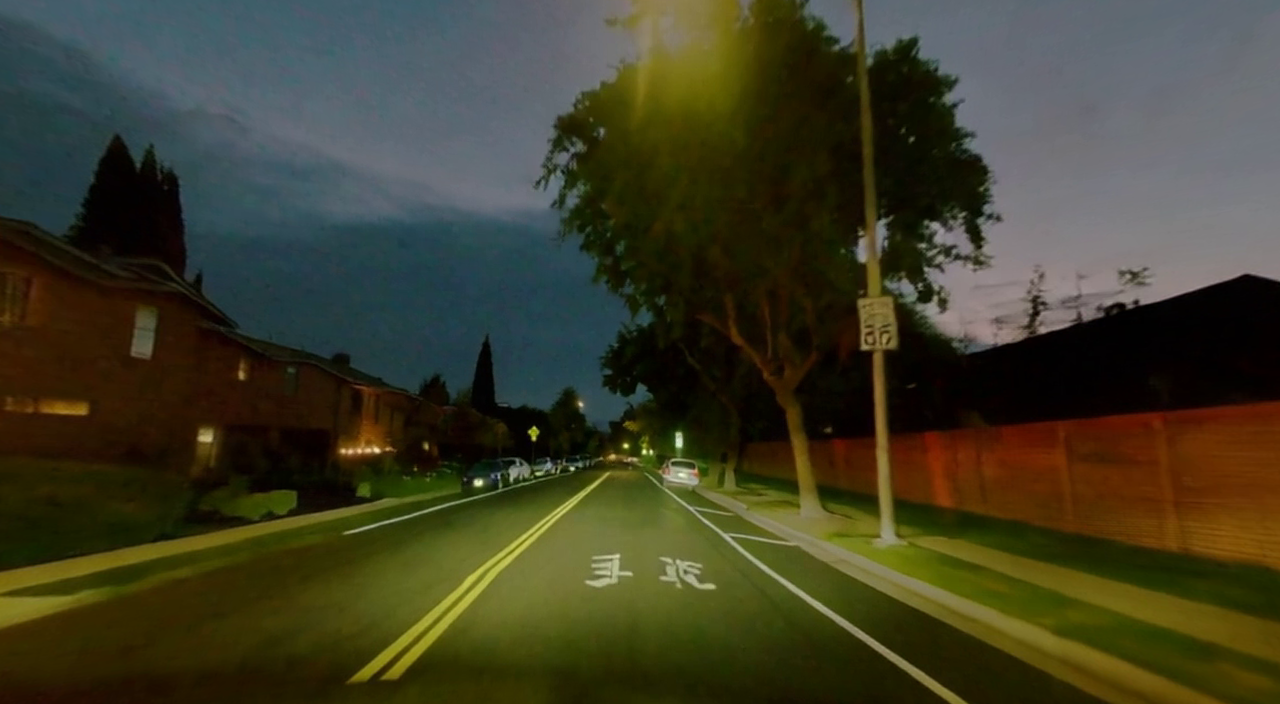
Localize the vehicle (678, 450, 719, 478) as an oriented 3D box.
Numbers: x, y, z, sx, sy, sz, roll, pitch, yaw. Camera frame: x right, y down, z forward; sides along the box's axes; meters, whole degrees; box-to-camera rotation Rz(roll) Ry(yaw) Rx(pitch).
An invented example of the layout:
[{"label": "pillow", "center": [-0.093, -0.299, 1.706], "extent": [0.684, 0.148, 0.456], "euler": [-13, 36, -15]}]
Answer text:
[{"label": "vehicle", "center": [3.911, 7.520, 42.816], "extent": [1.937, 1.752, 4.574], "euler": [1, -9, -5]}]
